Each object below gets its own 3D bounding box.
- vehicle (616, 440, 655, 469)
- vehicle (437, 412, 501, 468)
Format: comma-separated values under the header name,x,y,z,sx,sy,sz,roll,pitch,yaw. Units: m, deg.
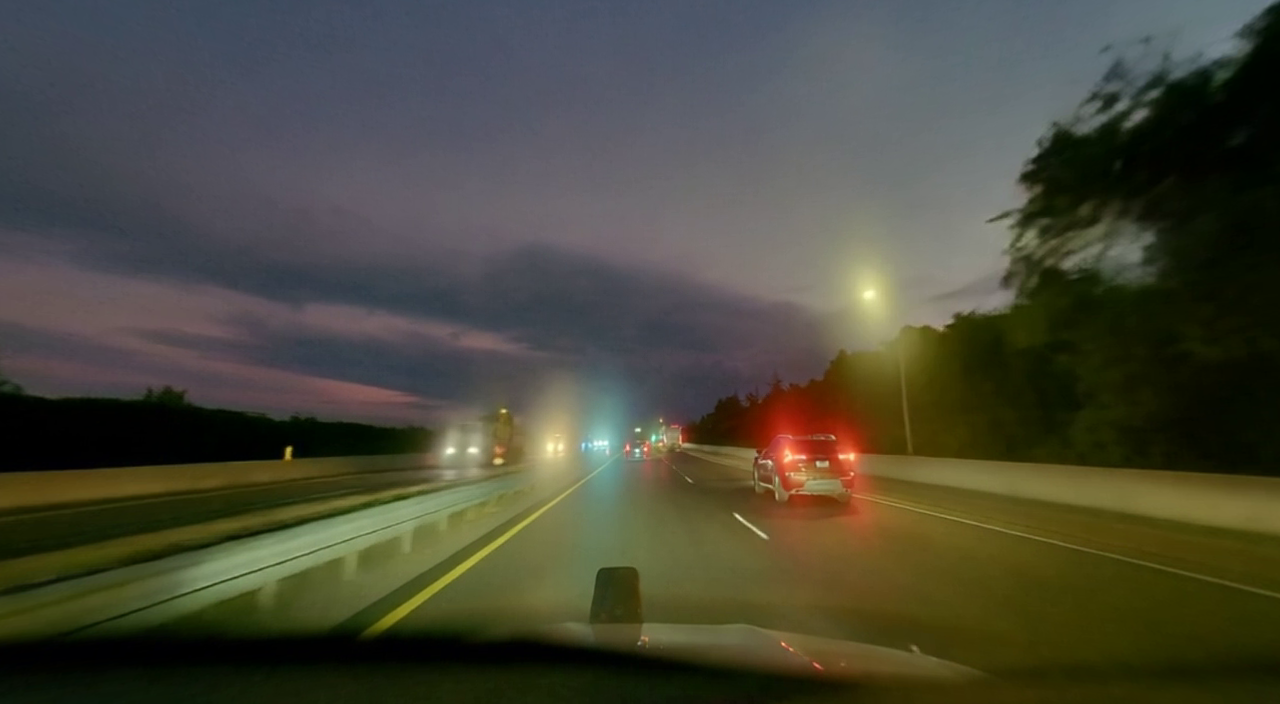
name,x,y,z,sx,sy,sz,roll,pitch,yaw
vehicle,-0.248,5.579,34.495,2.004,1.472,4.075,0,-8,0
vehicle,-13.014,6.765,48.414,3.010,3.976,6.420,-1,-8,1
